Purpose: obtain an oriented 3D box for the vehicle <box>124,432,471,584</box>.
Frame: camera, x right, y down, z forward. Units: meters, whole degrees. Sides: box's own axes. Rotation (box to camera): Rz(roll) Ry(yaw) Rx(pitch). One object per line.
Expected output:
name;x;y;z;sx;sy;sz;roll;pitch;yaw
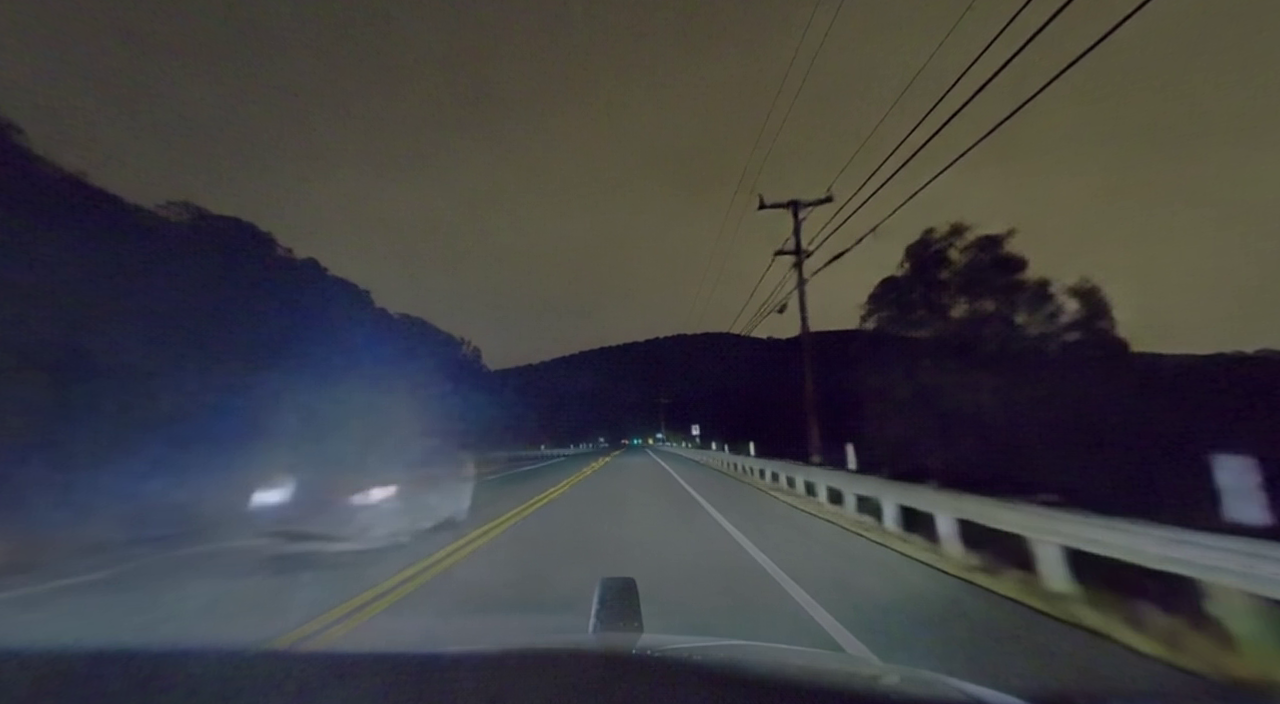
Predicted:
vehicle;-3.993;1.895;8.590;2.074;1.472;4.658;0;-9;1
